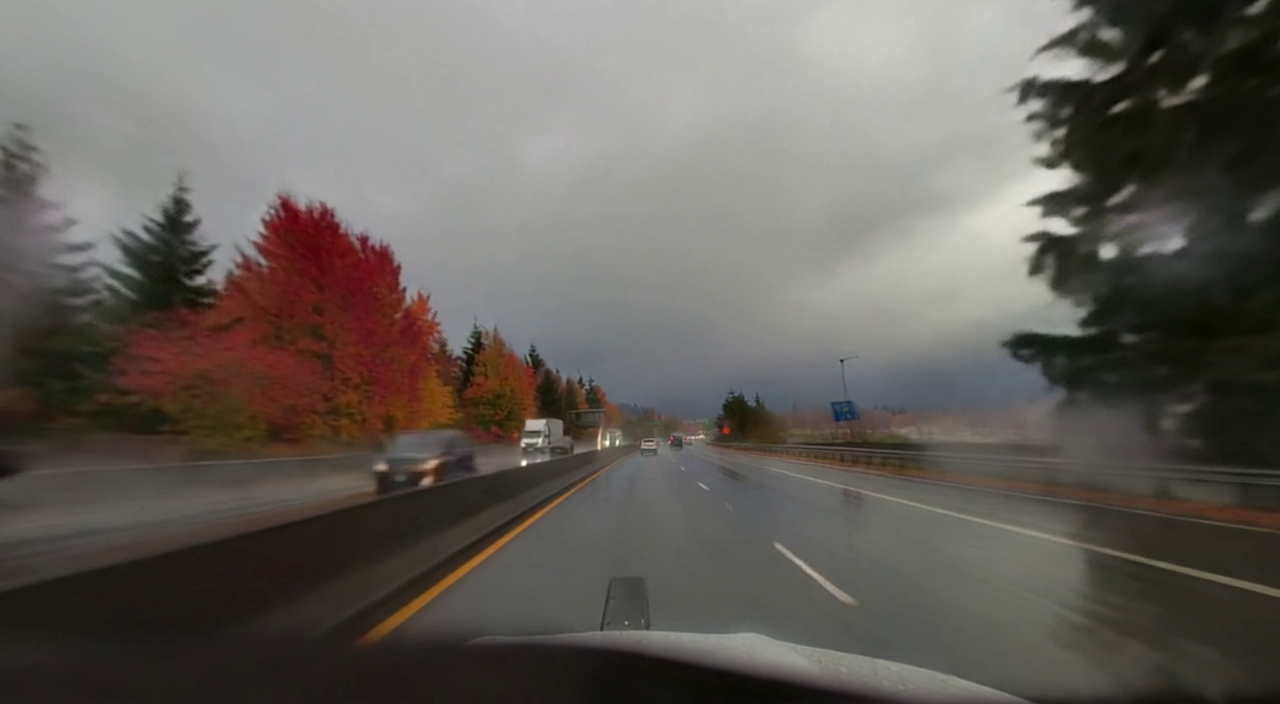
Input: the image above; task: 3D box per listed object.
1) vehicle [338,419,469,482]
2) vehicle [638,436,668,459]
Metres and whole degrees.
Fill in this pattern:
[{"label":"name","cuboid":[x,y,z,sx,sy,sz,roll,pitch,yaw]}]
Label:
[{"label":"vehicle","cuboid":[-7.471,3.194,20.648,2.213,1.767,5.284,0,-8,0]},{"label":"vehicle","cuboid":[0.864,6.548,43.064,1.924,1.498,3.817,0,-8,0]}]
